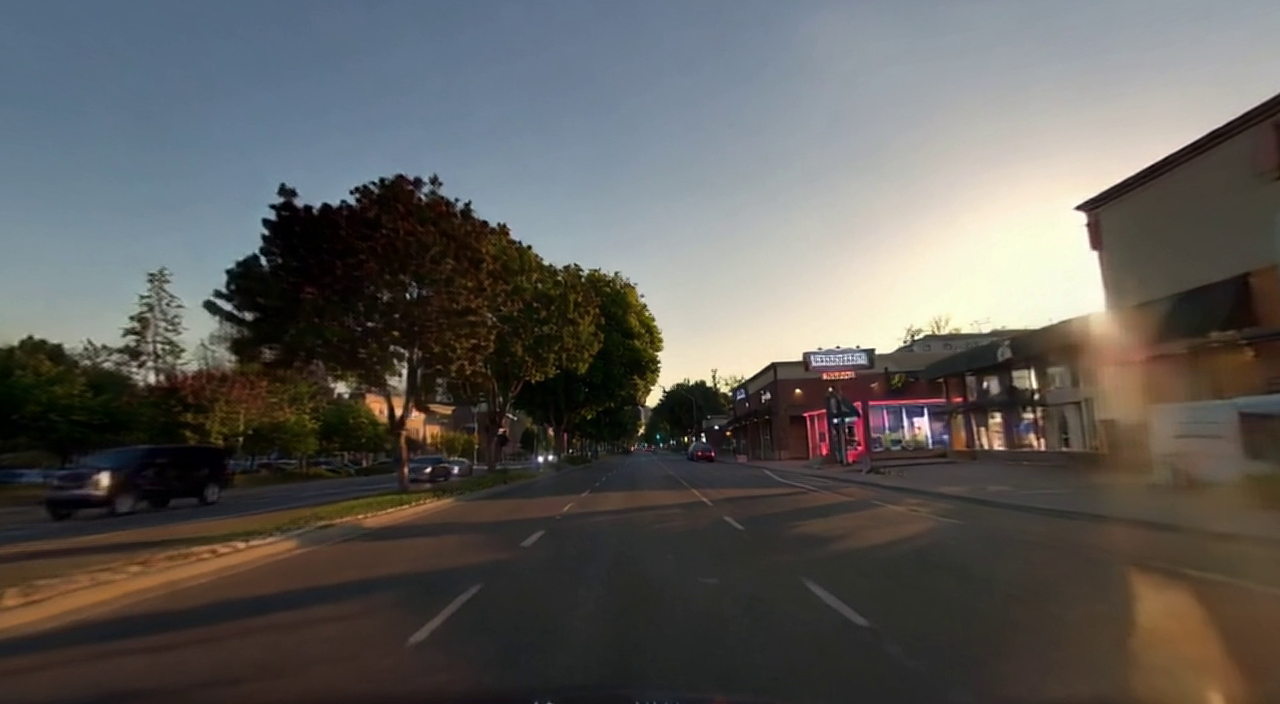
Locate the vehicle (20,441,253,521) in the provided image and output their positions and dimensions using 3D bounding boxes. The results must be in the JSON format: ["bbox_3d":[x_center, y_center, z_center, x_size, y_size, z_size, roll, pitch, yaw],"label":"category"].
[{"bbox_3d":[-14.813,3.780,19.242,2.315,1.998,5.808,-1,-9,0],"label":"vehicle"}]

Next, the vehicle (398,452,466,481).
[{"bbox_3d":[-11.447,6.308,35.003,2.241,1.455,4.343,0,-9,0],"label":"vehicle"}]
